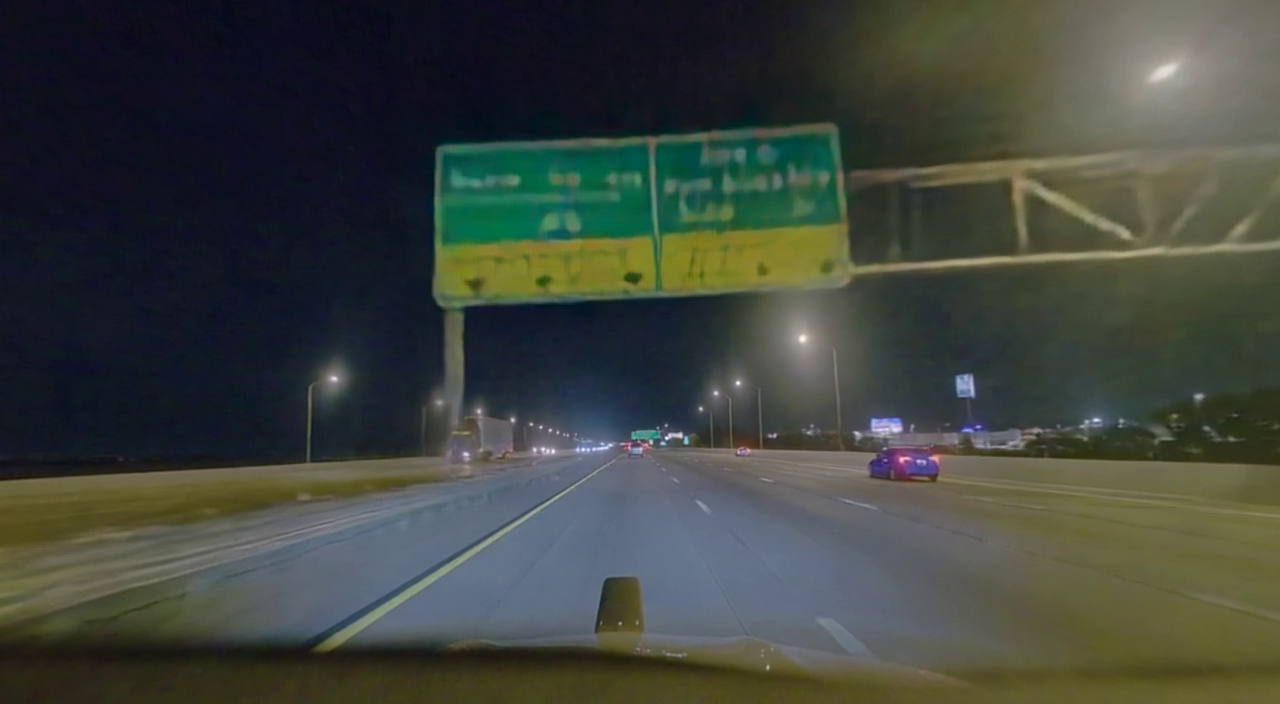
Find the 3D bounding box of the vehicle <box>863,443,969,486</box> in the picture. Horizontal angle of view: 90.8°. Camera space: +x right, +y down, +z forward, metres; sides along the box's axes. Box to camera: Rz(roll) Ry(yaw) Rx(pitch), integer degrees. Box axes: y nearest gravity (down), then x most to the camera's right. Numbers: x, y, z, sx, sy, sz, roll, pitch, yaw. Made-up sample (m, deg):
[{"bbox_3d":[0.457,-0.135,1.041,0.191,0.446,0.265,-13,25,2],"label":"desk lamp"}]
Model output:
[{"bbox_3d":[10.679,4.350,24.867,2.024,1.481,4.747,1,-8,0],"label":"vehicle"}]
